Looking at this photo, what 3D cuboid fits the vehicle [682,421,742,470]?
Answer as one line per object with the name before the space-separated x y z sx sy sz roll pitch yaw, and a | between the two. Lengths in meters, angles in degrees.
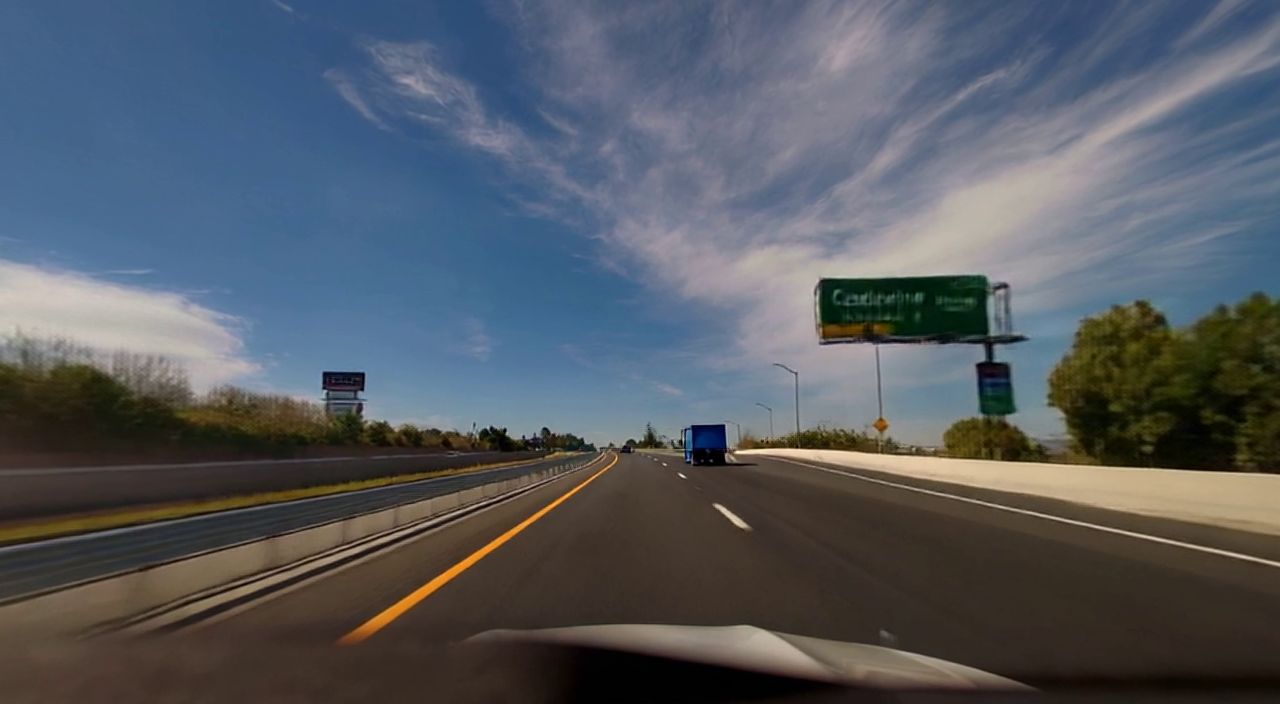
vehicle | 3.945 5.304 35.708 2.430 2.495 6.062 0 -8 -2
